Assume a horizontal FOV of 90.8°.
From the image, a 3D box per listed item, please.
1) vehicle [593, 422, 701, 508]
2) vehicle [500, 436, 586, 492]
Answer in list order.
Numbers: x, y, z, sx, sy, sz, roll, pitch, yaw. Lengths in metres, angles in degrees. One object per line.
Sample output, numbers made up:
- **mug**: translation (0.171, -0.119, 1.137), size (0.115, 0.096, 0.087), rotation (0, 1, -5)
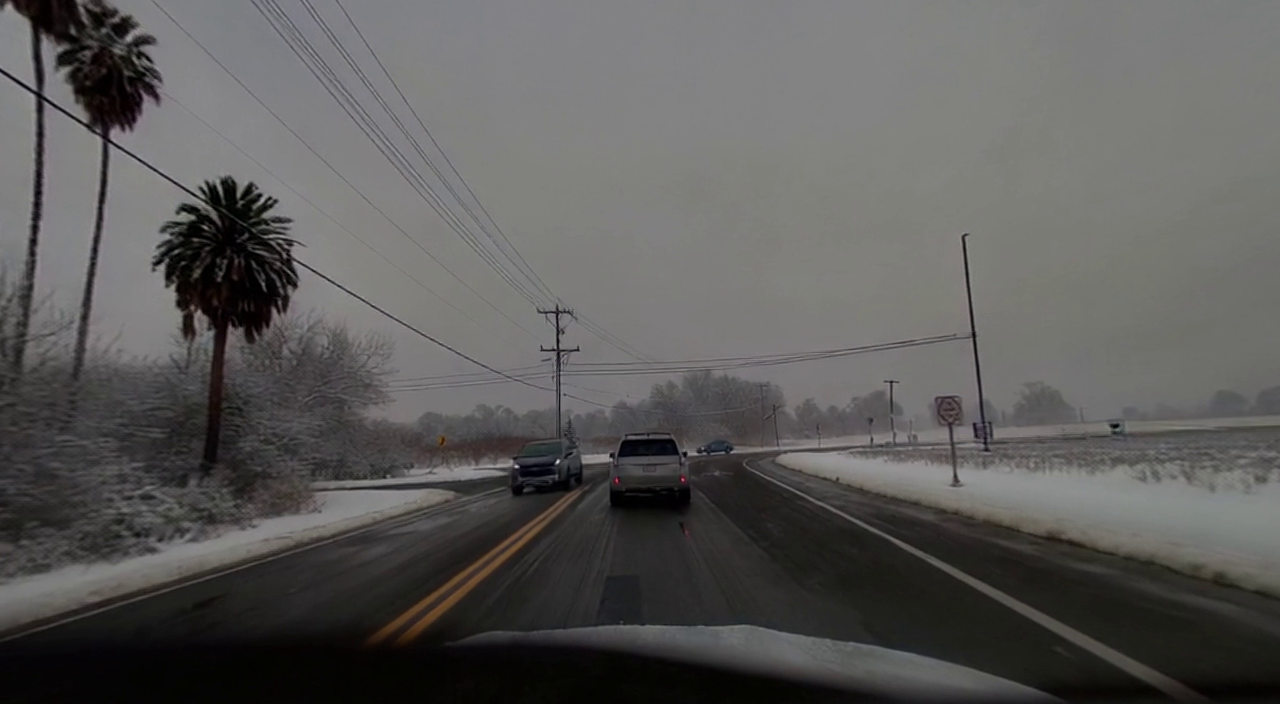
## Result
- **vehicle**: translation (0.135, 2.811, 16.098), size (2.364, 1.859, 4.538), rotation (0, -9, 0)
- **vehicle**: translation (-3.578, 4.297, 24.671), size (2.237, 1.878, 5.739), rotation (0, -9, 2)
